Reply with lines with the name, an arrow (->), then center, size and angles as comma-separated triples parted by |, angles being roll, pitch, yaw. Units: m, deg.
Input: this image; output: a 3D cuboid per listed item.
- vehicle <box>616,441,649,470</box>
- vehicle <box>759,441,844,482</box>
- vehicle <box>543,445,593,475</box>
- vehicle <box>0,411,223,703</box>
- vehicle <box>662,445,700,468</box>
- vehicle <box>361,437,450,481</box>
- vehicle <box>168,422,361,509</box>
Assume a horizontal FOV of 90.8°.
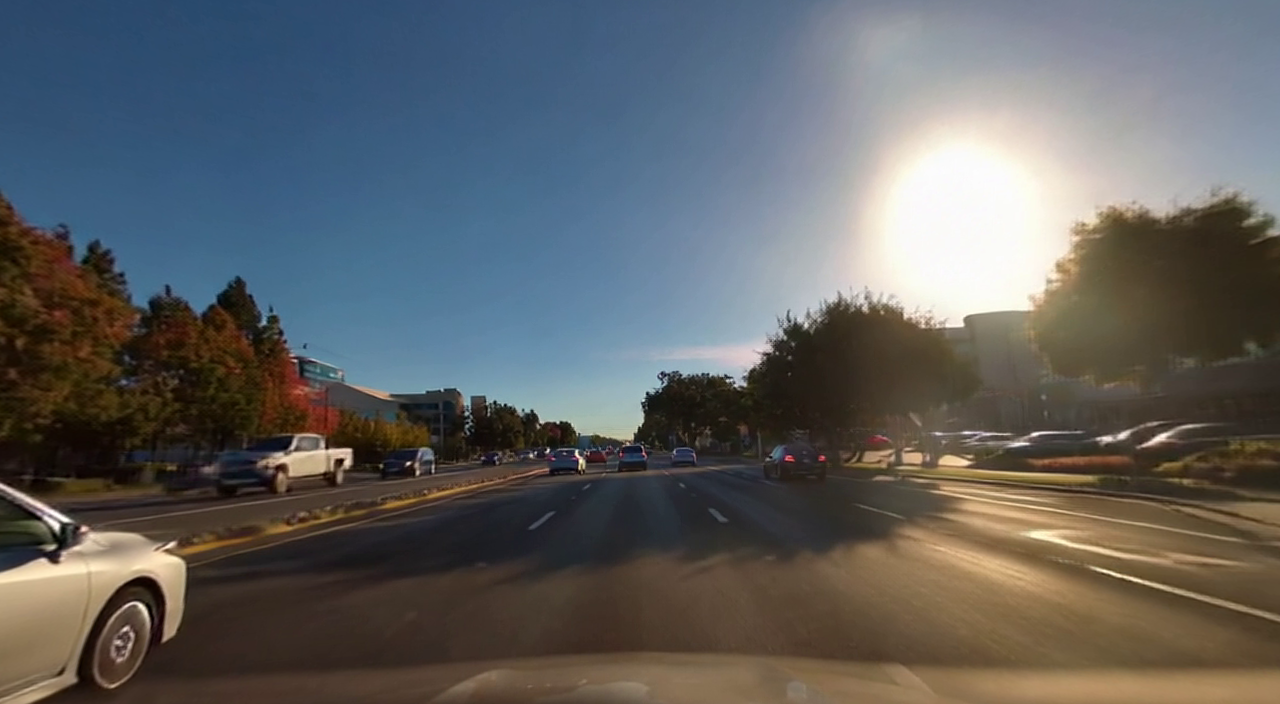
vehicle -> -0.465, 6.584, 40.290 | 2.008, 1.716, 4.125 | 0, -8, -1
vehicle -> 6.184, 4.239, 24.815 | 2.028, 1.451, 4.625 | 0, -8, -1
vehicle -> -3.828, 5.833, 34.365 | 2.163, 1.474, 4.413 | 0, -8, 1
vehicle -> -3.733, 0.877, 1.878 | 2.018, 1.476, 4.364 | 0, -8, -1
vehicle -> 2.617, 6.778, 41.131 | 2.014, 1.430, 4.103 | 0, -8, -2
vehicle -> -9.539, 4.357, 26.107 | 2.026, 1.639, 4.496 | 0, -8, -1
vehicle -> -9.283, 2.792, 16.221 | 2.185, 1.752, 4.599 | -4, -8, 0
